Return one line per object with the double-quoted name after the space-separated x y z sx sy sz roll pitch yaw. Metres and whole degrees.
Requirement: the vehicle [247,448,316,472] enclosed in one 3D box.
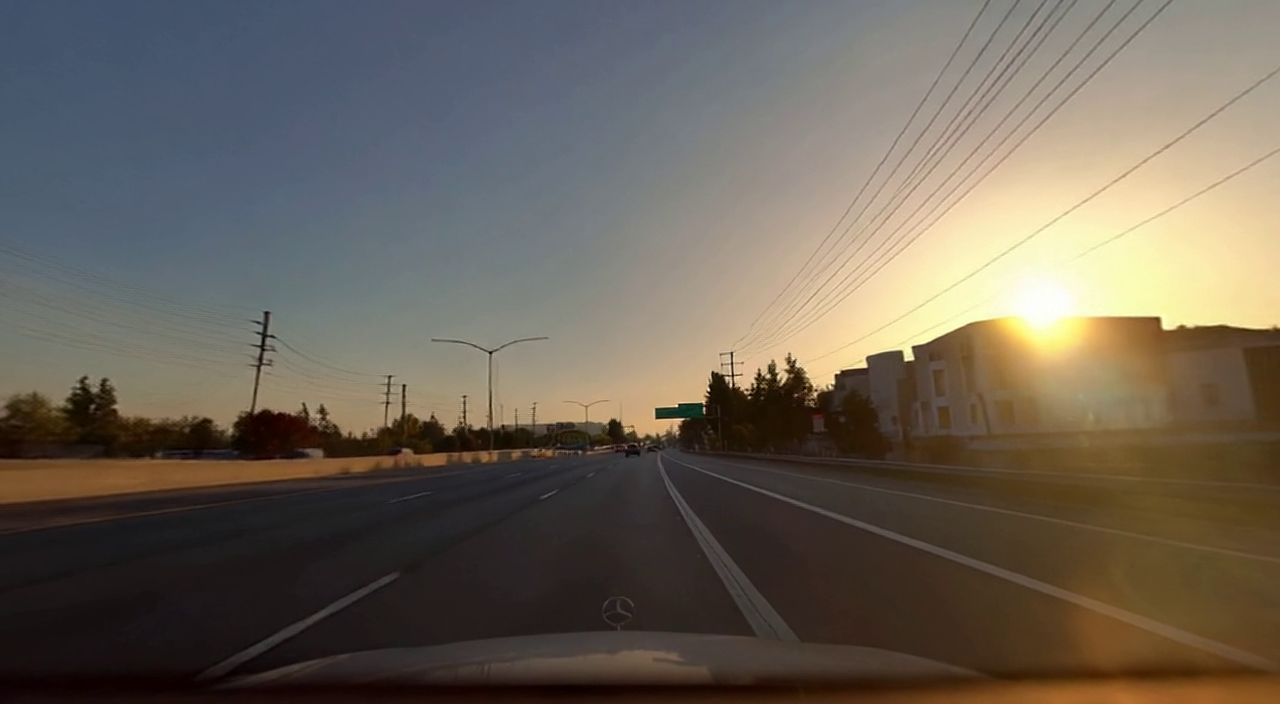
-25.193 7.606 44.572 1.950 1.541 4.799 -1 -8 1 "vehicle"
